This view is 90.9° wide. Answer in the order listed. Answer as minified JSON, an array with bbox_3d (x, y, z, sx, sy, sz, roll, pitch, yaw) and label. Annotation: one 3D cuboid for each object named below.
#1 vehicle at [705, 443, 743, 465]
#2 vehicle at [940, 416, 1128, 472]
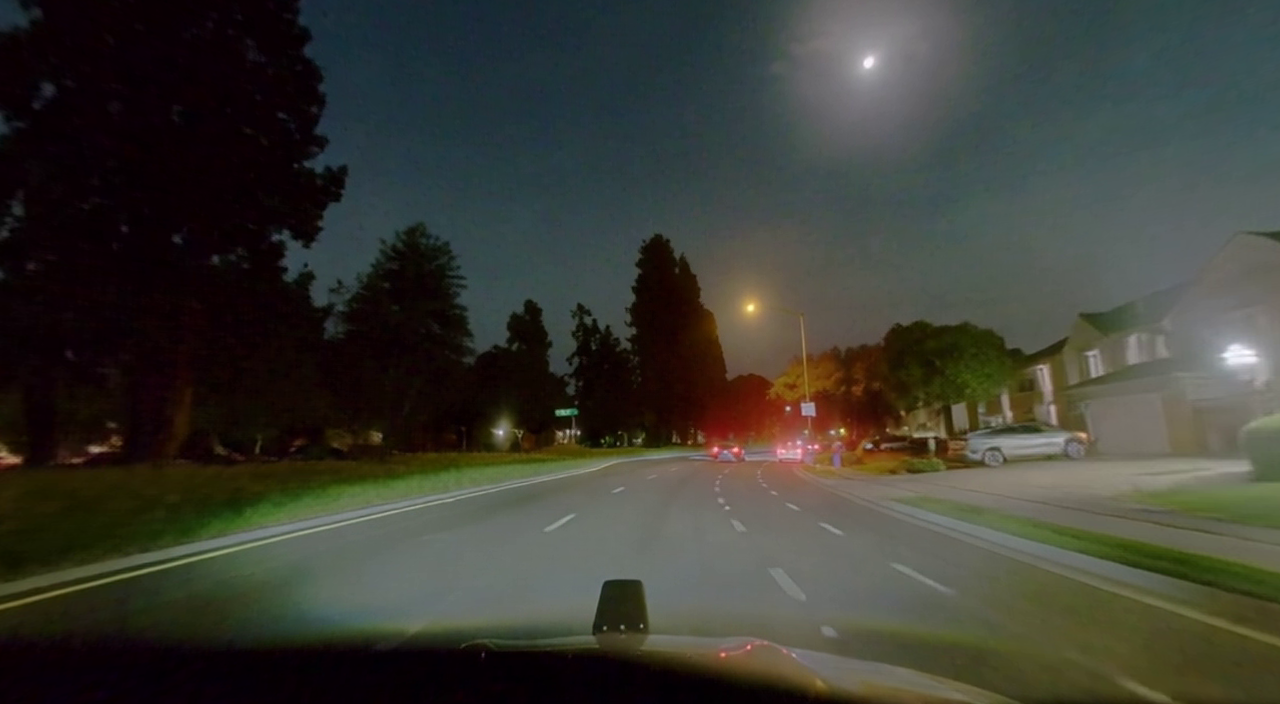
[{"bbox_3d":[5.903,7.099,43.994,2.050,1.456,4.003,-2,-9,15],"label":"vehicle"},{"bbox_3d":[13.515,3.222,21.995,4.999,1.791,2.177,-2,-9,11],"label":"vehicle"}]
